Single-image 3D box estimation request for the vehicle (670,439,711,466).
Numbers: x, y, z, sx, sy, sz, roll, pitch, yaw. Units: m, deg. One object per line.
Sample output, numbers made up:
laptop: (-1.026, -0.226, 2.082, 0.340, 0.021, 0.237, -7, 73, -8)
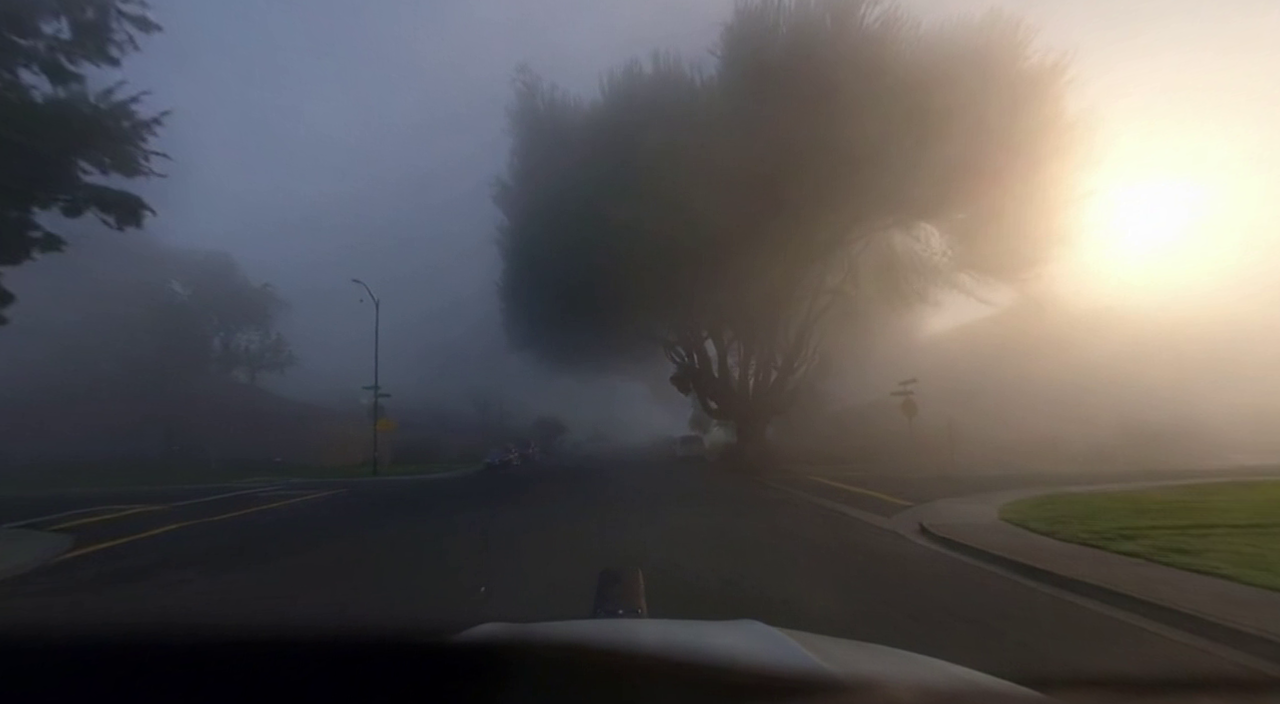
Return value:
vehicle: (2.919, 5.928, 37.335, 1.881, 1.487, 4.183, 0, -8, -3)
